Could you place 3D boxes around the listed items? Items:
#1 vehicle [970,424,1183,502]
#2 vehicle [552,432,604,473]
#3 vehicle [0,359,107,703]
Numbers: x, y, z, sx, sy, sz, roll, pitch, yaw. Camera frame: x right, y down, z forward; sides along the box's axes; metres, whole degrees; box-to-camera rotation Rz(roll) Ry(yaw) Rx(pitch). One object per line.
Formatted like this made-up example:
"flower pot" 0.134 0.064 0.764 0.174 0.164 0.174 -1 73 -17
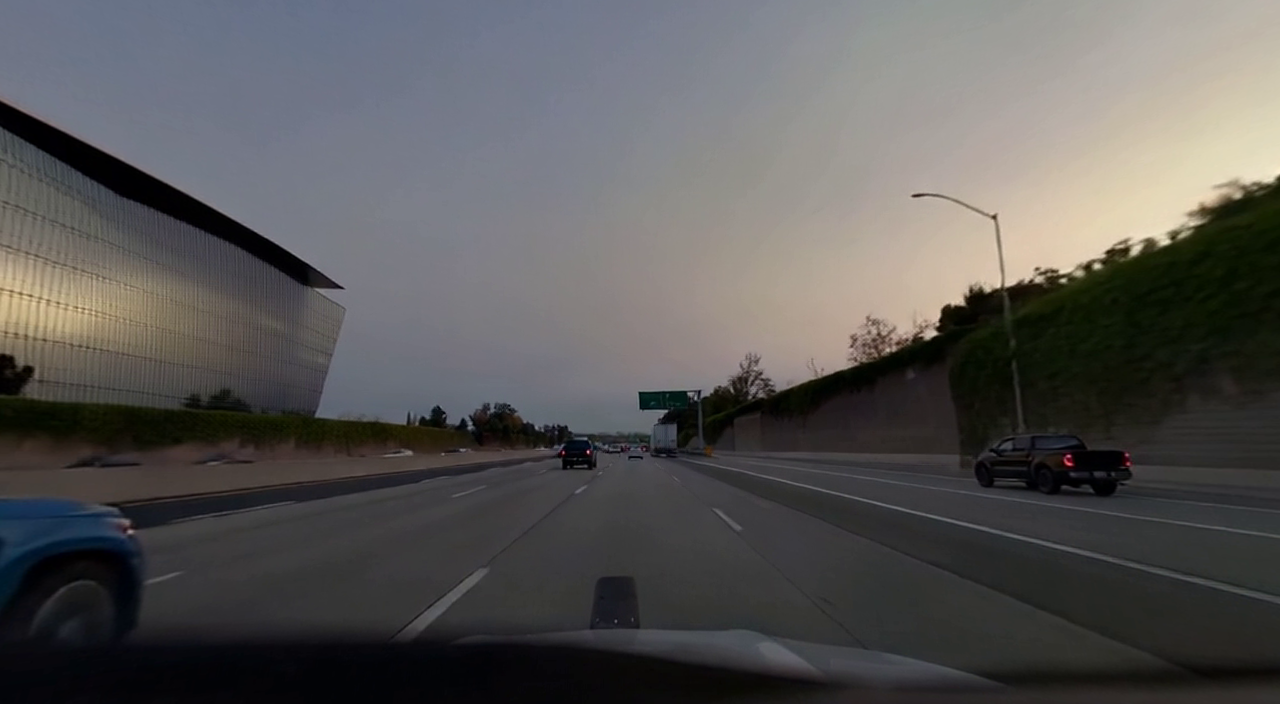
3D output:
"vehicle" 11.484 2.980 17.255 2.089 1.787 5.080 0 -9 -1
"vehicle" -3.264 5.492 34.517 2.284 2.022 5.752 0 -9 0
"vehicle" -3.795 0.638 1.079 2.039 1.710 4.237 0 -9 -1
